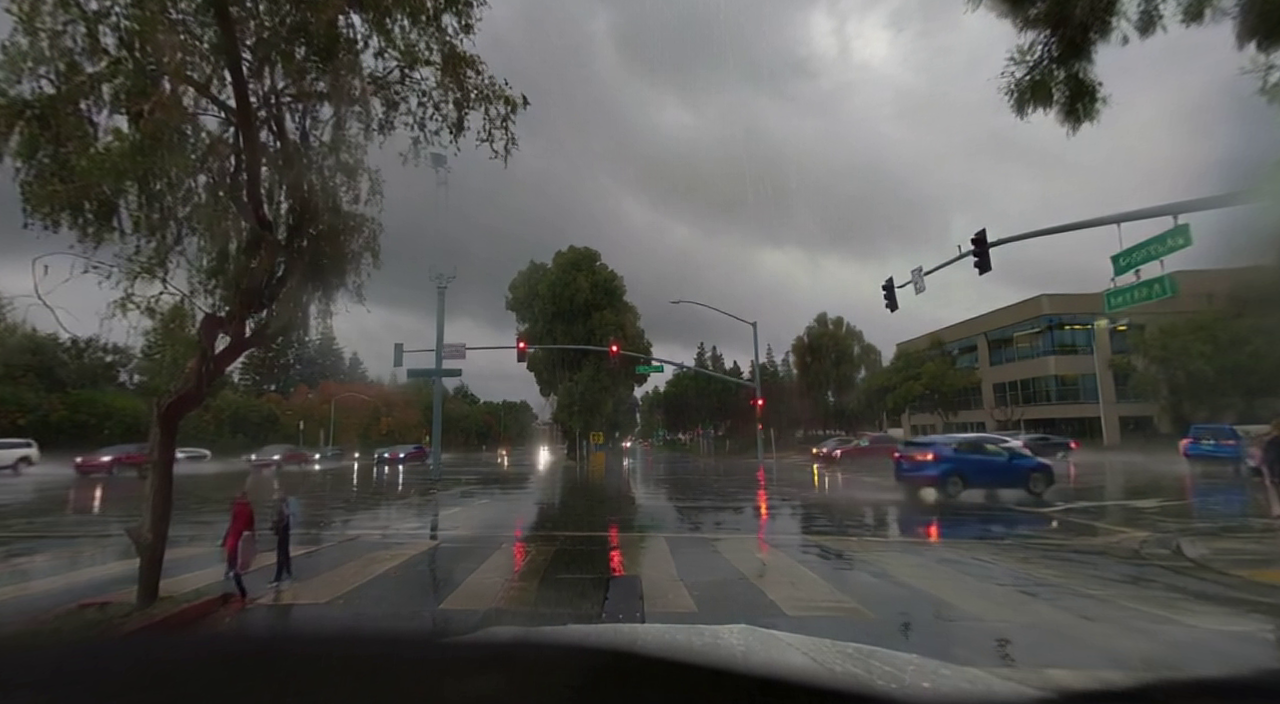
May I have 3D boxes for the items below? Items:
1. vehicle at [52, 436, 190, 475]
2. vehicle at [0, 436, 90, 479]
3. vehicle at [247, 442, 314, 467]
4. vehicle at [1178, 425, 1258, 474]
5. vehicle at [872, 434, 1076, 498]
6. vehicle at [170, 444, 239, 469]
[{"bbox_3d":[-27.315,5.475,33.643,2.388,1.858,6.056,0,-8,-2],"label":"vehicle"},{"bbox_3d":[-30.712,5.137,30.889,2.456,1.961,5.978,0,-8,-3],"label":"vehicle"},{"bbox_3d":[-24.453,6.944,43.142,2.056,1.604,4.436,0,-8,-2],"label":"vehicle"},{"bbox_3d":[23.648,4.007,26.014,2.066,1.821,4.509,-7,-11,39],"label":"vehicle"},{"bbox_3d":[8.719,2.967,16.713,4.312,1.540,2.007,1,-8,-8],"label":"vehicle"},{"bbox_3d":[-31.041,7.429,45.208,2.069,1.660,4.302,0,-8,-4],"label":"vehicle"}]
